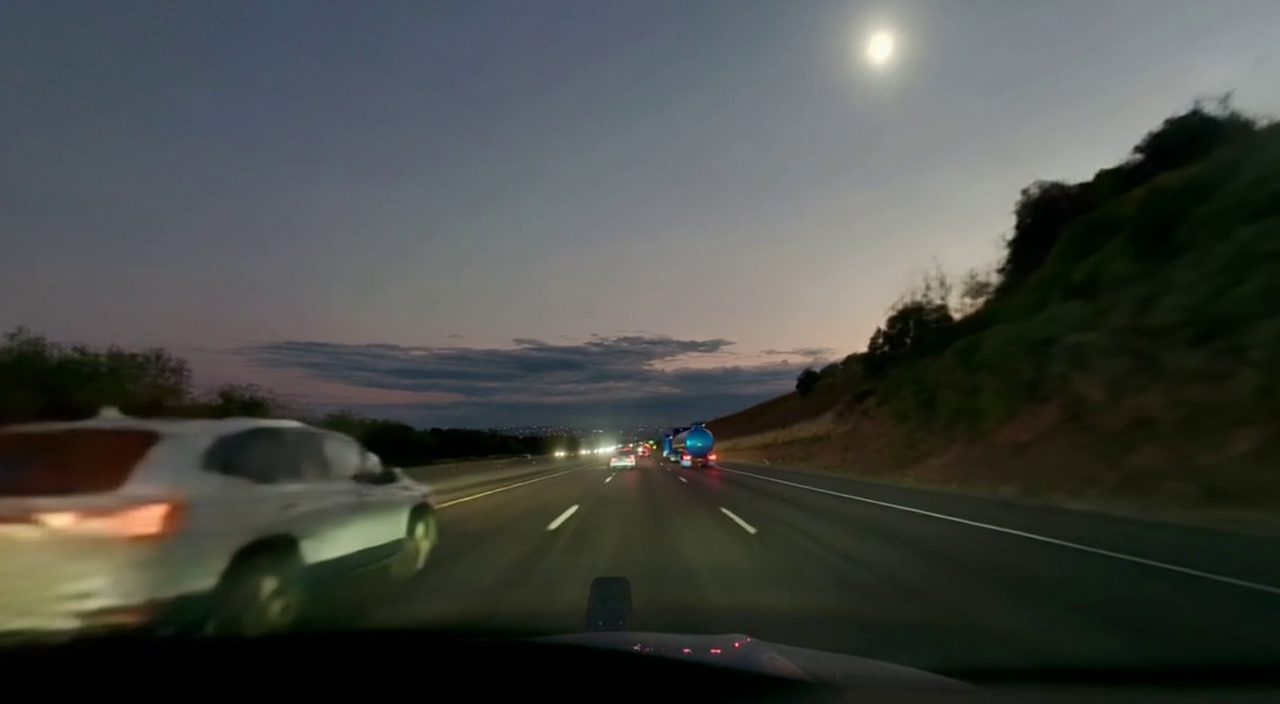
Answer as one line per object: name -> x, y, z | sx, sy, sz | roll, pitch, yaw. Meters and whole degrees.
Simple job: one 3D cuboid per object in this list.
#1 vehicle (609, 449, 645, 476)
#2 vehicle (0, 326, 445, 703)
vehicle -> -0.713, 6.463, 37.129 | 2.013, 1.498, 3.908 | -1, -9, 1
vehicle -> -3.286, 1.161, 4.516 | 2.258, 1.805, 4.665 | 0, -9, 0
